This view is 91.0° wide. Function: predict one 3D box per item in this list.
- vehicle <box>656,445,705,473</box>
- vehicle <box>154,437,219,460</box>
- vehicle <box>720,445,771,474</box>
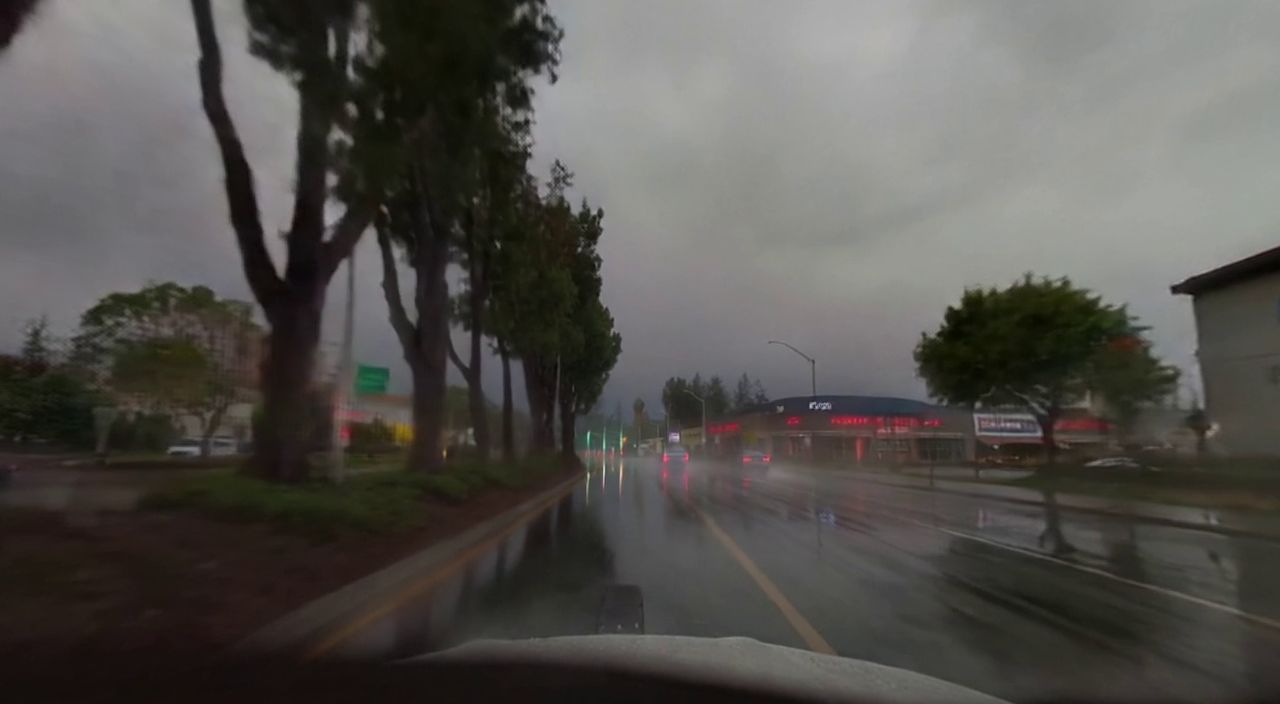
[{"bbox_3d":[2.170,5.937,35.156,2.256,1.451,4.313,1,-9,-3],"label":"vehicle"},{"bbox_3d":[-31.190,6.655,43.445,1.752,1.458,3.987,1,-9,-5],"label":"vehicle"},{"bbox_3d":[5.770,5.903,34.796,1.886,1.528,4.169,1,-9,-3],"label":"vehicle"}]
